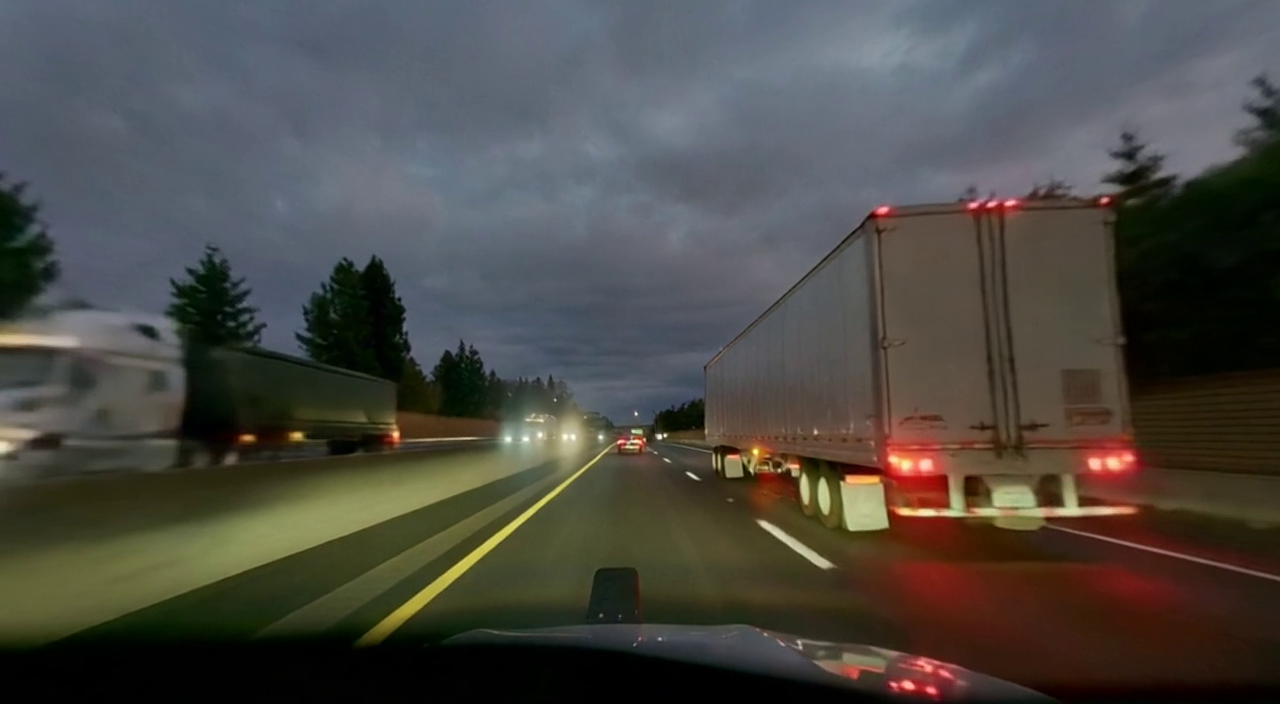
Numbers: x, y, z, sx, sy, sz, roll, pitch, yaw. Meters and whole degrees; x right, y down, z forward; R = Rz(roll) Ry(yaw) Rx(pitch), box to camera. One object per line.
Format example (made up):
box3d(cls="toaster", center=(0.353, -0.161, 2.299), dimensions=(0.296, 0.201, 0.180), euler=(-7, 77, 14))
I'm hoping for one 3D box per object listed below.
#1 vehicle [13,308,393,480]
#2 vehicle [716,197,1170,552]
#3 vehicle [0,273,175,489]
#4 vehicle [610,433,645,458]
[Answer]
box3d(cls="vehicle", center=(-13.069, 1.909, 22.029), dimensions=(3.380, 4.082, 14.183), euler=(0, -8, -1))
box3d(cls="vehicle", center=(4.209, 1.091, 14.060), dimensions=(2.953, 4.045, 13.843), euler=(0, -8, -1))
box3d(cls="vehicle", center=(-12.935, 0.707, 13.601), dimensions=(3.405, 4.213, 2.708), euler=(0, -8, -1))
box3d(cls="vehicle", center=(-0.799, 5.878, 39.955), dimensions=(2.119, 1.480, 4.000), euler=(0, -8, -1))
